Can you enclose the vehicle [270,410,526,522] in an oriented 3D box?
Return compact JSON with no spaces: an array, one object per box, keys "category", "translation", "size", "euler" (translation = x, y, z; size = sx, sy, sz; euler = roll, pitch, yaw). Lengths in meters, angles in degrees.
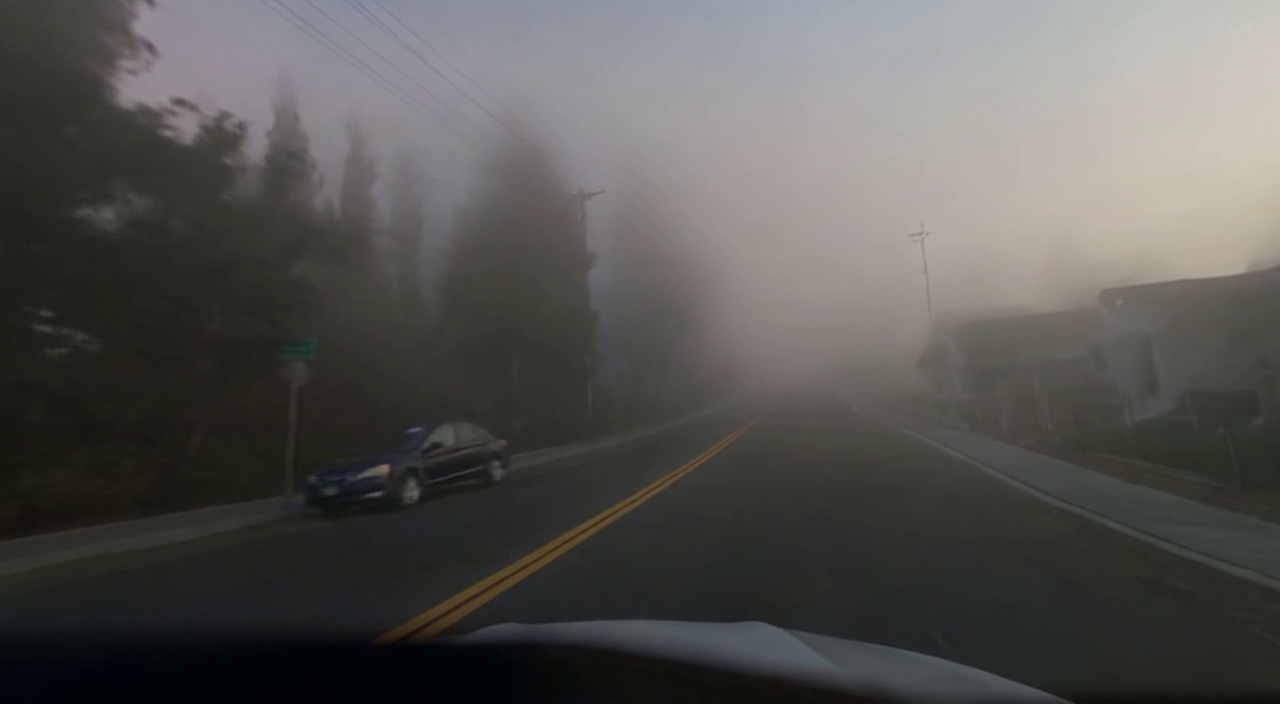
[{"category":"vehicle","translation":[-4.325,2.032,12.469],"size":[2.032,1.595,5.289],"euler":[-3,-5,14]}]
